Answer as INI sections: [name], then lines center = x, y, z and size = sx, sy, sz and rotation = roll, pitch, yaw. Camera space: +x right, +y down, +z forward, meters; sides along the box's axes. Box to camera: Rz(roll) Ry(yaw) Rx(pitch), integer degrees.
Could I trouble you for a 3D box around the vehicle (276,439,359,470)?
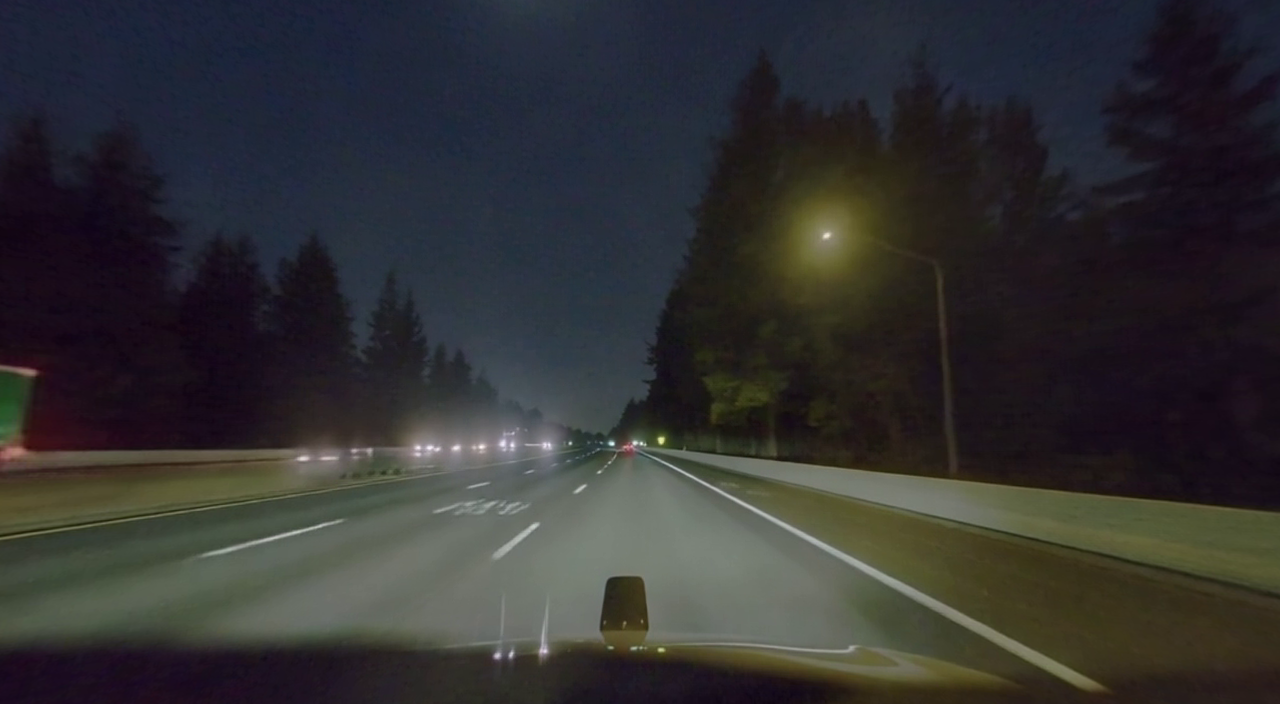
[vehicle]
center = -17.022, 5.416, 33.402
size = 1.932, 1.516, 4.694
rotation = 0, -9, 0
